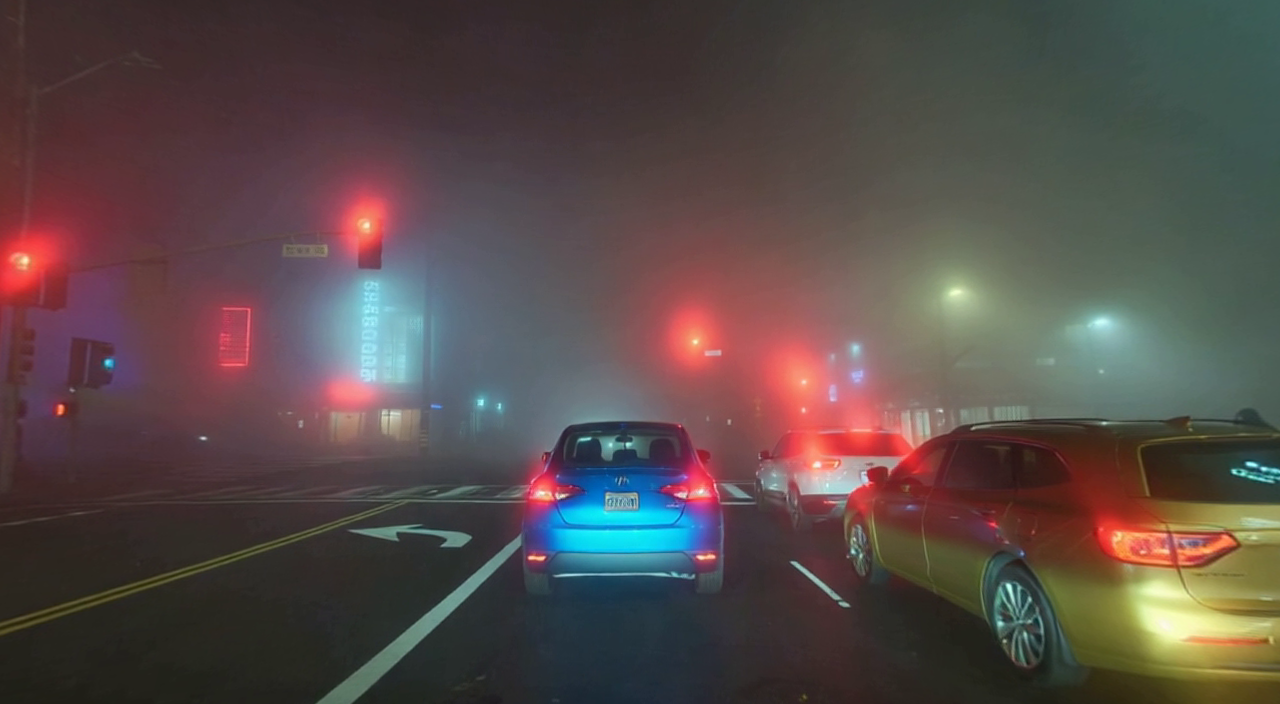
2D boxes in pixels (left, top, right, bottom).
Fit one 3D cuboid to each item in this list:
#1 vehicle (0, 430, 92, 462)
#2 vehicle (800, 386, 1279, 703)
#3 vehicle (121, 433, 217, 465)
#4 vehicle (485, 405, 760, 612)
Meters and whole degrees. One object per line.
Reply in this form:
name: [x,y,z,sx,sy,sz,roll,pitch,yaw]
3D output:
vehicle: [-32.091,5.076,34.129,4.164,1.652,2.087,-4,-9,25]
vehicle: [3.032,1.331,5.582,1.983,1.654,4.354,0,-8,-2]
vehicle: [-25.300,5.216,33.971,4.253,1.570,2.132,-4,-9,22]
vehicle: [-0.139,1.560,7.318,2.123,1.589,4.702,0,-8,0]
